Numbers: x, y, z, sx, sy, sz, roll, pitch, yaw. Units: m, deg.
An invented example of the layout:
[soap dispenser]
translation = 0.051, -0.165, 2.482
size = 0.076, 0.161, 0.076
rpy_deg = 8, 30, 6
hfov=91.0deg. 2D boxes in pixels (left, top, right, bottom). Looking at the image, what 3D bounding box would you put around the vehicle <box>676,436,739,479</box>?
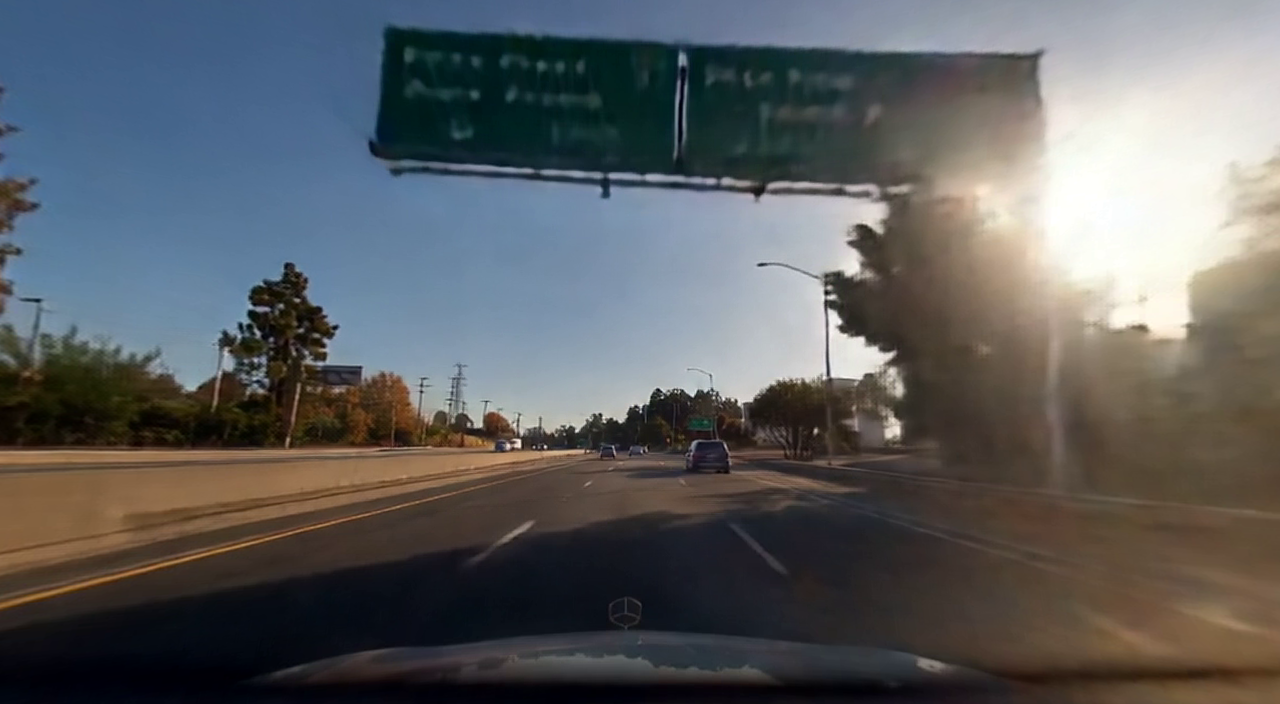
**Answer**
[vehicle]
translation = 3.007, 4.847, 29.269
size = 2.296, 1.790, 5.067
rpy_deg = 0, -9, -1
